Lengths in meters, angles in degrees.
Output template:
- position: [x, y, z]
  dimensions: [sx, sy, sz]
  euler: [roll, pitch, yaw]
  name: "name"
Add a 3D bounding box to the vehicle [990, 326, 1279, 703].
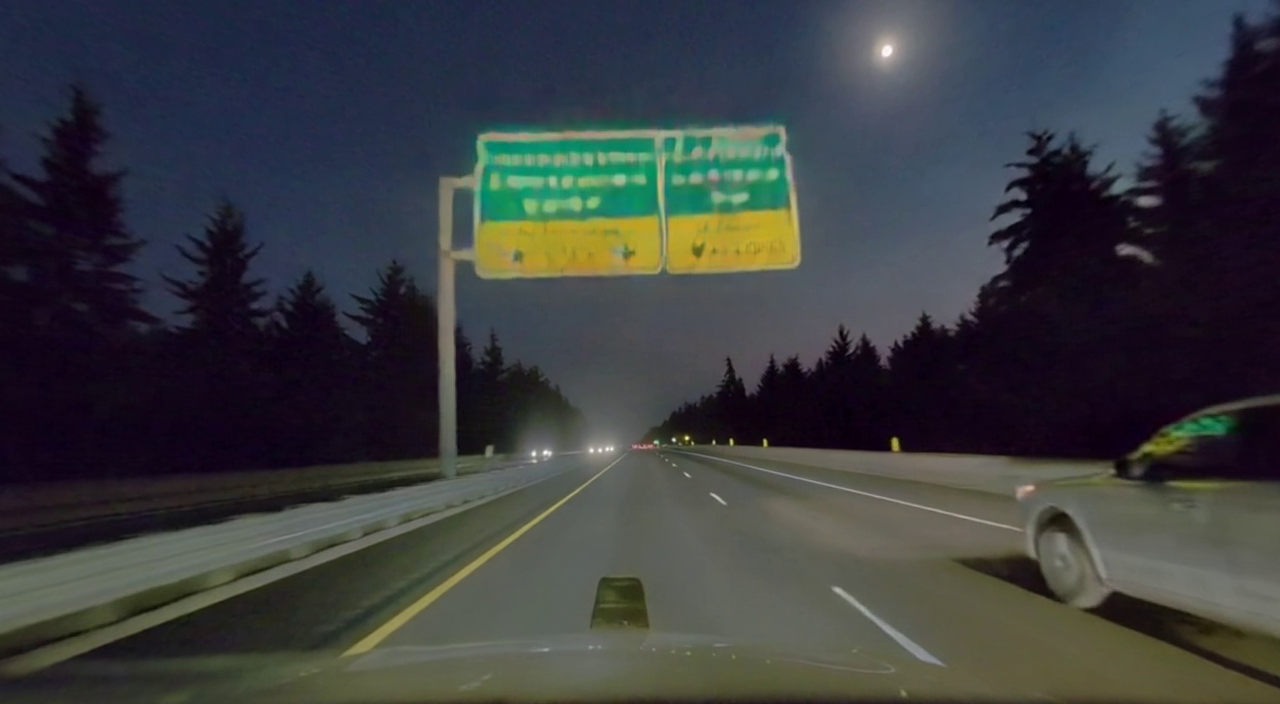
- position: [4.177, 0.791, 2.909]
  dimensions: [2.360, 1.798, 4.781]
  euler: [0, -8, 0]
  name: "vehicle"
